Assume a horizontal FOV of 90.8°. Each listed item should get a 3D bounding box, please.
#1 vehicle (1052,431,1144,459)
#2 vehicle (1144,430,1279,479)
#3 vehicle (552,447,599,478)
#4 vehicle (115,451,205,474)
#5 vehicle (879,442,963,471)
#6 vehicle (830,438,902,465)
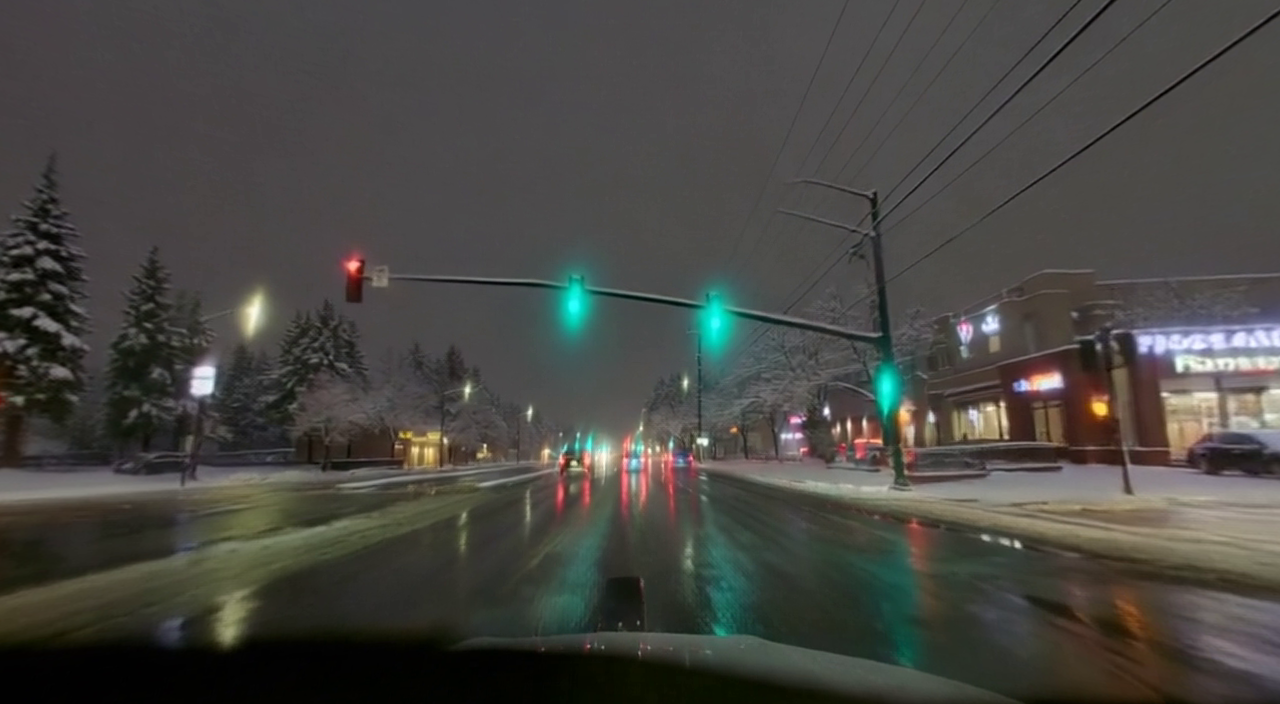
[{"bbox_3d":[29.609,6.087,41.085,2.053,1.559,5.138,-2,-10,-1],"label":"vehicle"},{"bbox_3d":[20.869,3.601,22.374,1.967,1.540,4.966,0,-9,1],"label":"vehicle"},{"bbox_3d":[-3.466,6.044,34.900,2.035,1.564,4.702,0,-9,1],"label":"vehicle"},{"bbox_3d":[-33.610,7.728,44.282,4.544,1.515,2.218,-1,-9,3],"label":"vehicle"},{"bbox_3d":[16.250,5.993,36.520,4.673,1.555,2.010,5,-10,-30],"label":"vehicle"},{"bbox_3d":[16.535,7.262,46.207,5.004,1.893,2.228,5,-11,-33],"label":"vehicle"}]
